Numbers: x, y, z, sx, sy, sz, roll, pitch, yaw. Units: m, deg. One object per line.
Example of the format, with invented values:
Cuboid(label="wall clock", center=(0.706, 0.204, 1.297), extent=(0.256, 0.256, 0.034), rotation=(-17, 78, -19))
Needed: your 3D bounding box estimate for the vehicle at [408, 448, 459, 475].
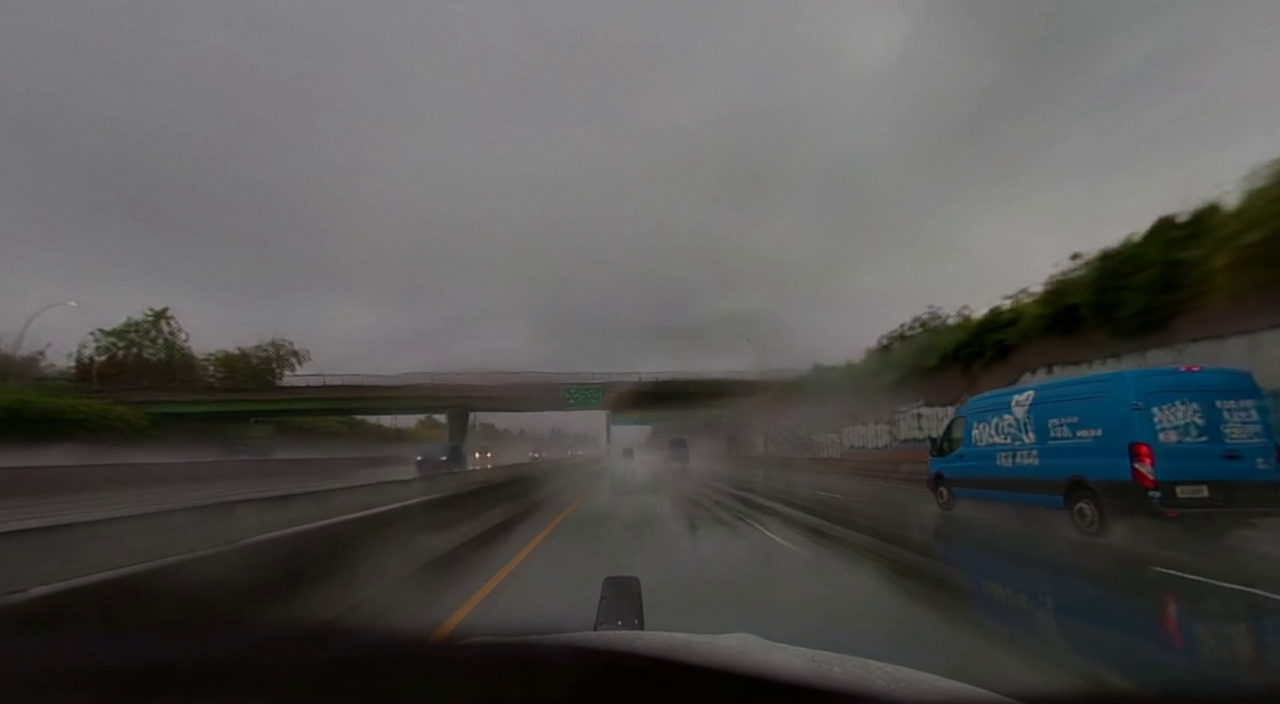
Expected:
Cuboid(label="vehicle", center=(-12.174, 6.429, 37.203), extent=(1.774, 1.495, 3.698), rotation=(0, -9, -1))

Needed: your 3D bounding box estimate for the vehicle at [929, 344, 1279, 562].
Cuboid(label="vehicle", center=(7.415, 1.633, 10.515), extent=(2.283, 2.631, 5.719), rotation=(0, -9, -1))

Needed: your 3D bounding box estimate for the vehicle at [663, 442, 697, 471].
Cuboid(label="vehicle", center=(2.888, 7.670, 46.218), extent=(2.007, 1.943, 5.010), rotation=(0, -9, -2))
